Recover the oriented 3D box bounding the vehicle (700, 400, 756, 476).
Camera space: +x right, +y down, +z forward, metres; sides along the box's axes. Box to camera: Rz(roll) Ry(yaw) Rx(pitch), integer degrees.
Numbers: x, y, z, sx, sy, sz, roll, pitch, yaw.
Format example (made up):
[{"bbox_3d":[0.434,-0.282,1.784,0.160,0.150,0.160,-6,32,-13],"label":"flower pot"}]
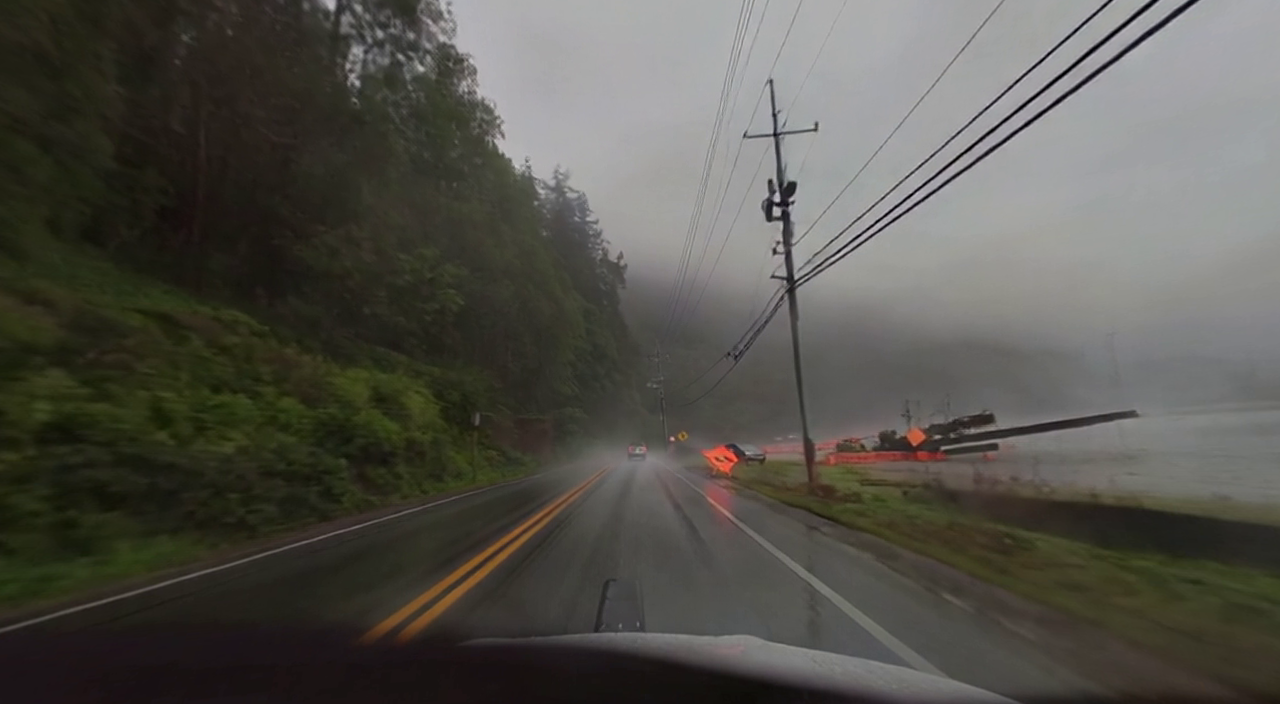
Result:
[{"bbox_3d":[3.986,3.932,28.989,2.374,3.357,1.724,0,-9,4],"label":"vehicle"}]
